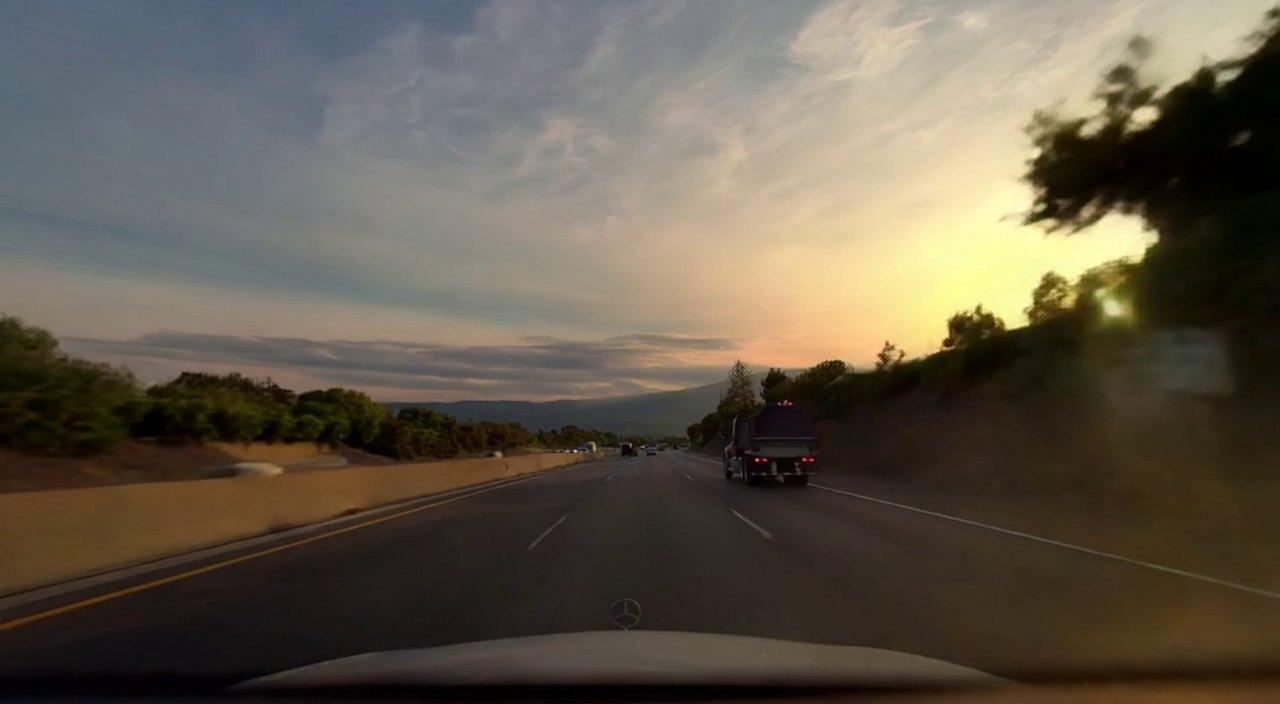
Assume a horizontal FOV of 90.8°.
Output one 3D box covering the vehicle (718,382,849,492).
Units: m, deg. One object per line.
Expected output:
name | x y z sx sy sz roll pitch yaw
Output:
vehicle | 4.845 3.182 23.222 2.771 3.313 8.121 0 -9 -1

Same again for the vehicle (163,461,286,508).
vehicle | -14.935 4.755 22.990 1.818 1.454 3.854 0 -9 0
